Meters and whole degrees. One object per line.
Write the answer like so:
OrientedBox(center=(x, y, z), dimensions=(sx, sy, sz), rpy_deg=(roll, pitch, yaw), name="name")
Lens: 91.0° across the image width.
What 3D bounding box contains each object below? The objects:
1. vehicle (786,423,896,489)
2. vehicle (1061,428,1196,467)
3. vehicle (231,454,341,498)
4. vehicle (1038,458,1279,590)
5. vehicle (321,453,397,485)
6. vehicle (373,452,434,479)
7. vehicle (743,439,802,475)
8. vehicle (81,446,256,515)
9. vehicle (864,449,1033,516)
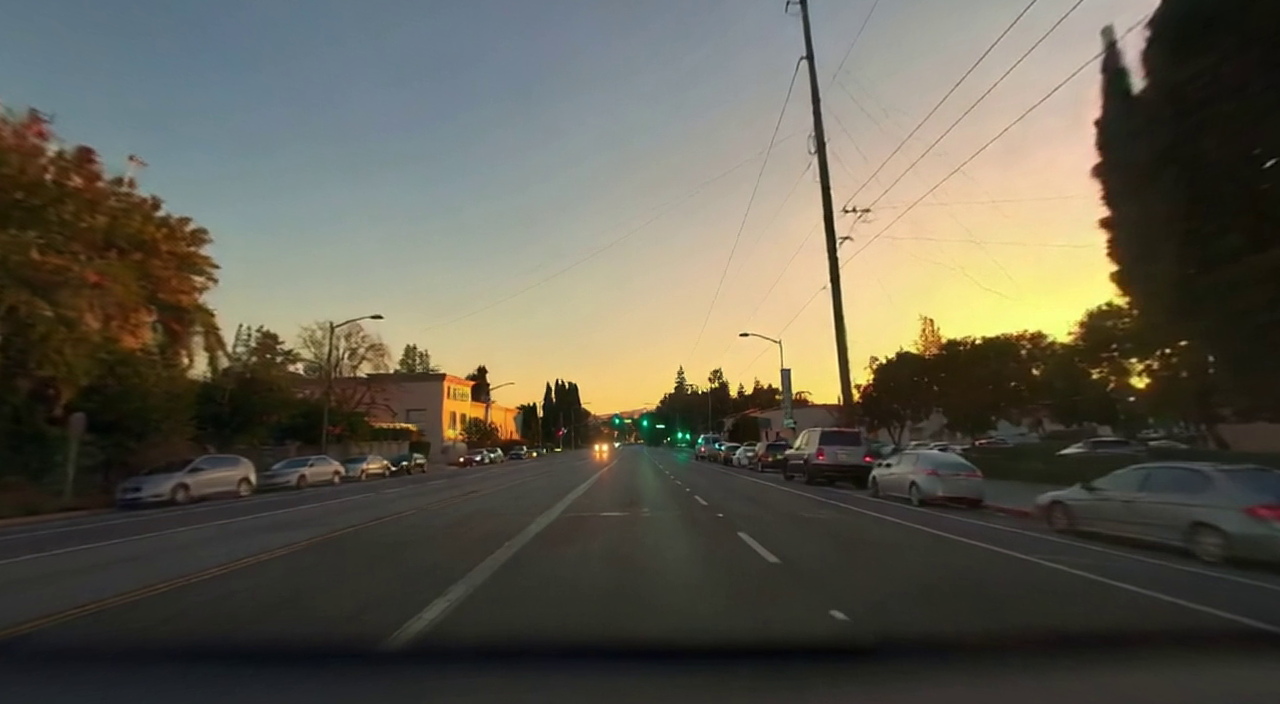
OrientedBox(center=(7.744, 4.161, 25.080), dimensions=(2.327, 2.296, 5.692), rpy_deg=(0, -10, -2), name="vehicle")
OrientedBox(center=(27.421, 5.412, 35.557), dimensions=(2.195, 2.015, 5.433), rpy_deg=(5, -11, -33), name="vehicle")
OrientedBox(center=(-14.553, 5.076, 26.255), dimensions=(1.836, 1.448, 4.941), rpy_deg=(-1, -7, -1), name="vehicle")
OrientedBox(center=(7.764, 2.106, 8.218), dimensions=(1.811, 1.361, 4.852), rpy_deg=(0, -9, -2), name="vehicle")
OrientedBox(center=(-14.614, 6.084, 32.992), dimensions=(1.880, 1.488, 4.483), rpy_deg=(0, -9, 0), name="vehicle")
OrientedBox(center=(-14.482, 6.945, 38.818), dimensions=(1.897, 1.517, 4.802), rpy_deg=(0, -9, 0), name="vehicle")
OrientedBox(center=(7.635, 6.118, 36.858), dimensions=(2.092, 1.887, 5.632), rpy_deg=(0, -9, -1), name="vehicle")
OrientedBox(center=(-14.546, 3.932, 19.881), dimensions=(2.002, 1.765, 4.775), rpy_deg=(-4, -9, -2), name="vehicle")
OrientedBox(center=(7.942, 3.379, 16.845), dimensions=(1.992, 1.499, 4.715), rpy_deg=(0, -9, -2), name="vehicle")
